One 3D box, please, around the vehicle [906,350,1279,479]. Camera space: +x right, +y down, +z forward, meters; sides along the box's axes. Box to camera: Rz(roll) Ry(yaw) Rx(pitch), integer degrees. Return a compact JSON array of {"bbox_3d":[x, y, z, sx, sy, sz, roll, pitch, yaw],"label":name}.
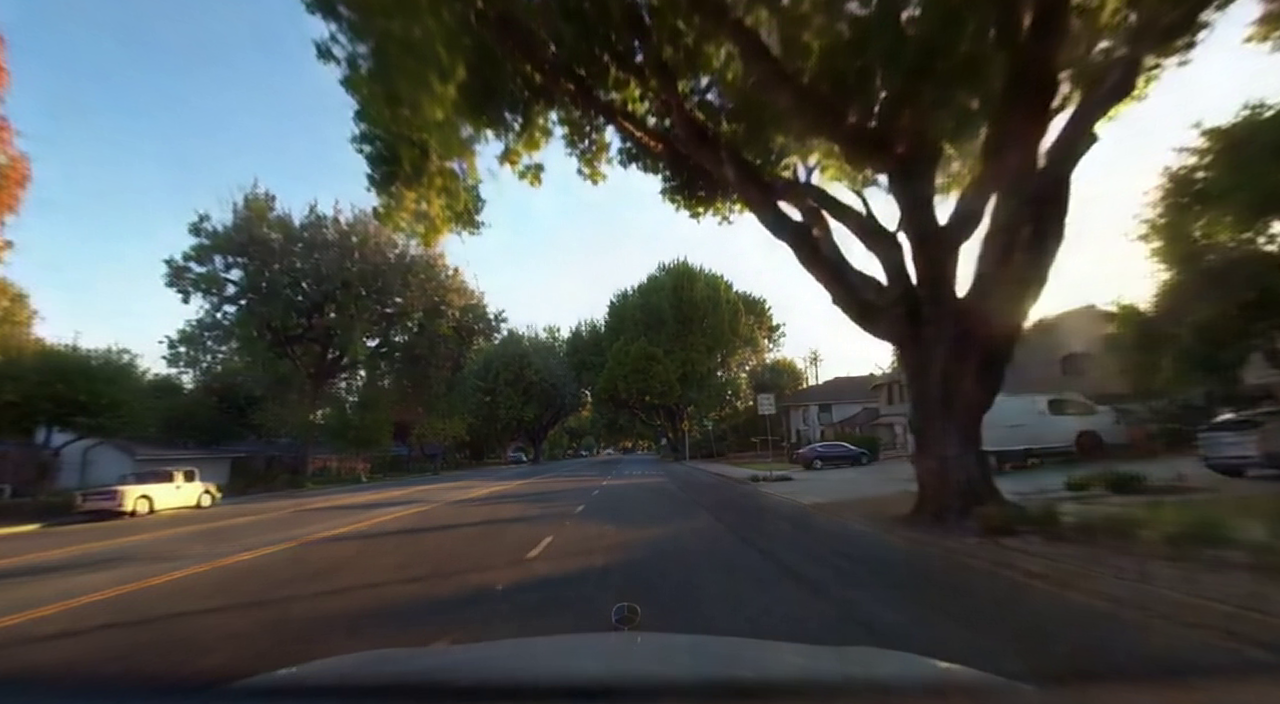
[{"bbox_3d":[17.534,2.523,24.932,12.151,4.157,3.709,-1,-15,-6],"label":"vehicle"}]
